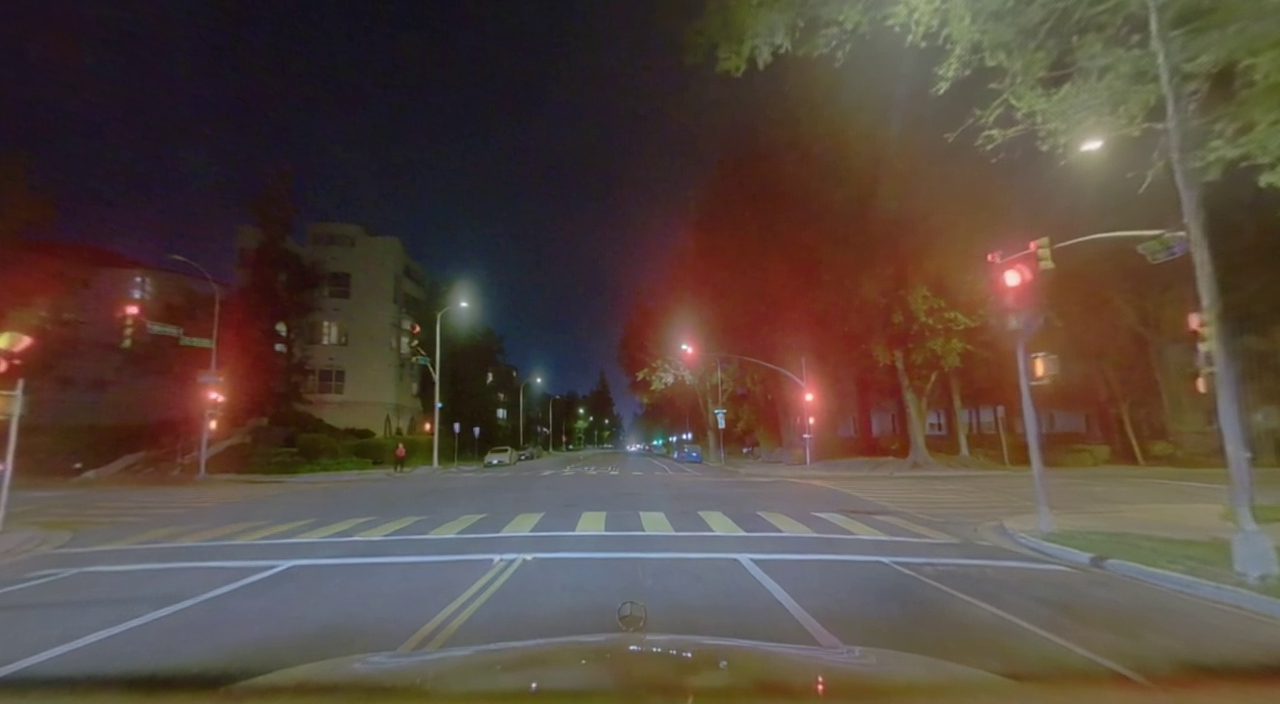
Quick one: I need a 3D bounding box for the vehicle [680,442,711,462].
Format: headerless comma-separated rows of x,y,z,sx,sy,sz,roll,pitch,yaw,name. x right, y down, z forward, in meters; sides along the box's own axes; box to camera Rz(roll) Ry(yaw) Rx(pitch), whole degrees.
4.129,7.498,47.338,1.987,1.466,4.389,0,-9,0,vehicle
